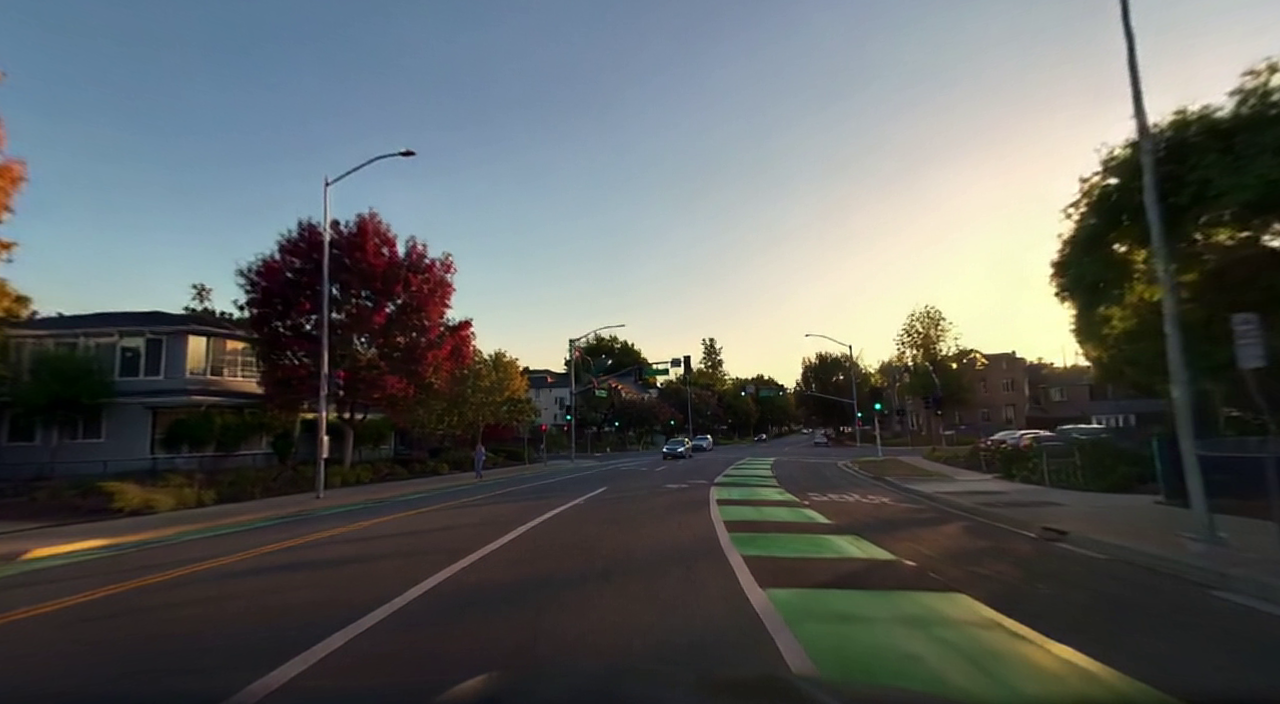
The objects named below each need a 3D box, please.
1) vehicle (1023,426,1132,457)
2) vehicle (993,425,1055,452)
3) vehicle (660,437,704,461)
[{"bbox_3d":[23.616,4.838,34.270,1.972,1.477,5.340,-2,-8,-2],"label":"vehicle"},{"bbox_3d":[24.138,5.509,39.765,1.937,1.474,5.114,-5,-10,16],"label":"vehicle"},{"bbox_3d":[2.843,6.413,41.824,1.904,1.489,4.746,-3,-9,16],"label":"vehicle"}]
